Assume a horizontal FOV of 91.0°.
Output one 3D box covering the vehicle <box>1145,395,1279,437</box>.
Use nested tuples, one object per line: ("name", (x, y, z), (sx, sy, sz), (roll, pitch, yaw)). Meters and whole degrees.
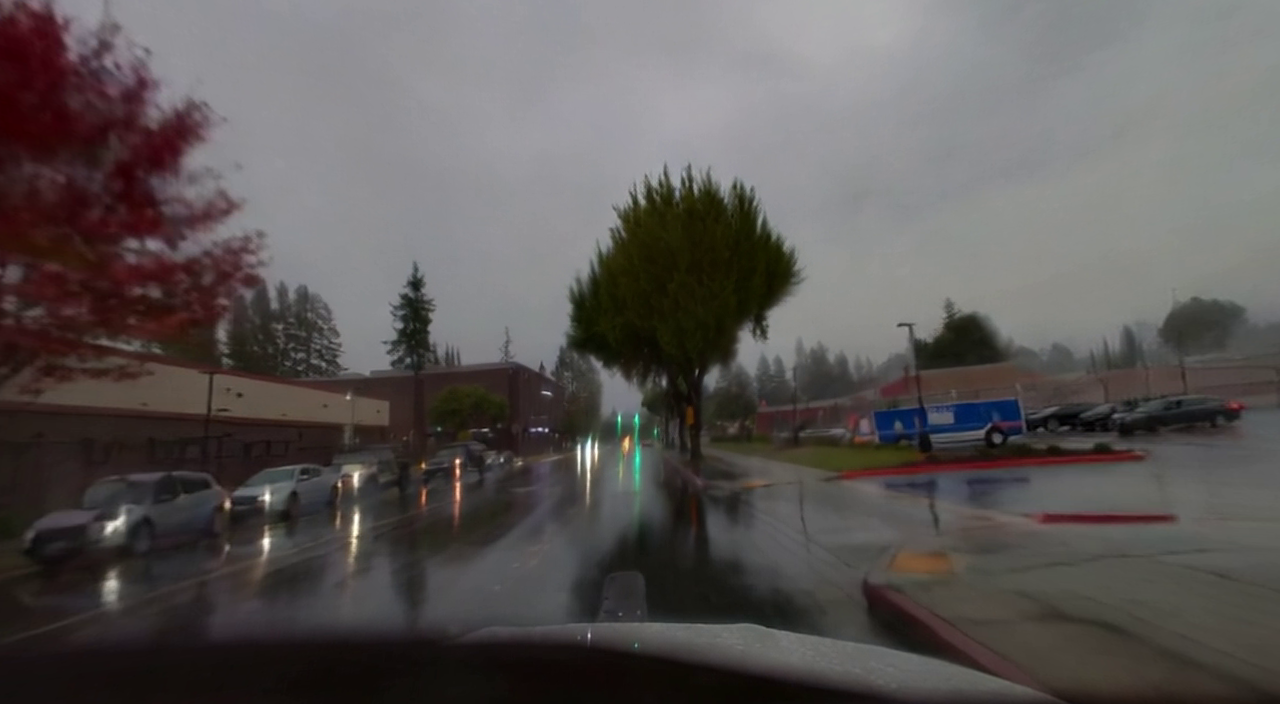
("vehicle", (23.215, 2.556, 24.917), (4.746, 1.536, 1.914), (0, -9, -1))

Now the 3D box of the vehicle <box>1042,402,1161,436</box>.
("vehicle", (23.787, 3.495, 32.549), (4.521, 1.634, 1.996), (0, -9, 0))

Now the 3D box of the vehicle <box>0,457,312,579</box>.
("vehicle", (-8.604, 2.750, 10.923), (1.879, 1.543, 4.778), (-13, -13, 43))

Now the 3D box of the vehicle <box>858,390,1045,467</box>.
("vehicle", (10.984, 2.716, 22.476), (5.453, 1.794, 2.011), (-9, -6, -2))
